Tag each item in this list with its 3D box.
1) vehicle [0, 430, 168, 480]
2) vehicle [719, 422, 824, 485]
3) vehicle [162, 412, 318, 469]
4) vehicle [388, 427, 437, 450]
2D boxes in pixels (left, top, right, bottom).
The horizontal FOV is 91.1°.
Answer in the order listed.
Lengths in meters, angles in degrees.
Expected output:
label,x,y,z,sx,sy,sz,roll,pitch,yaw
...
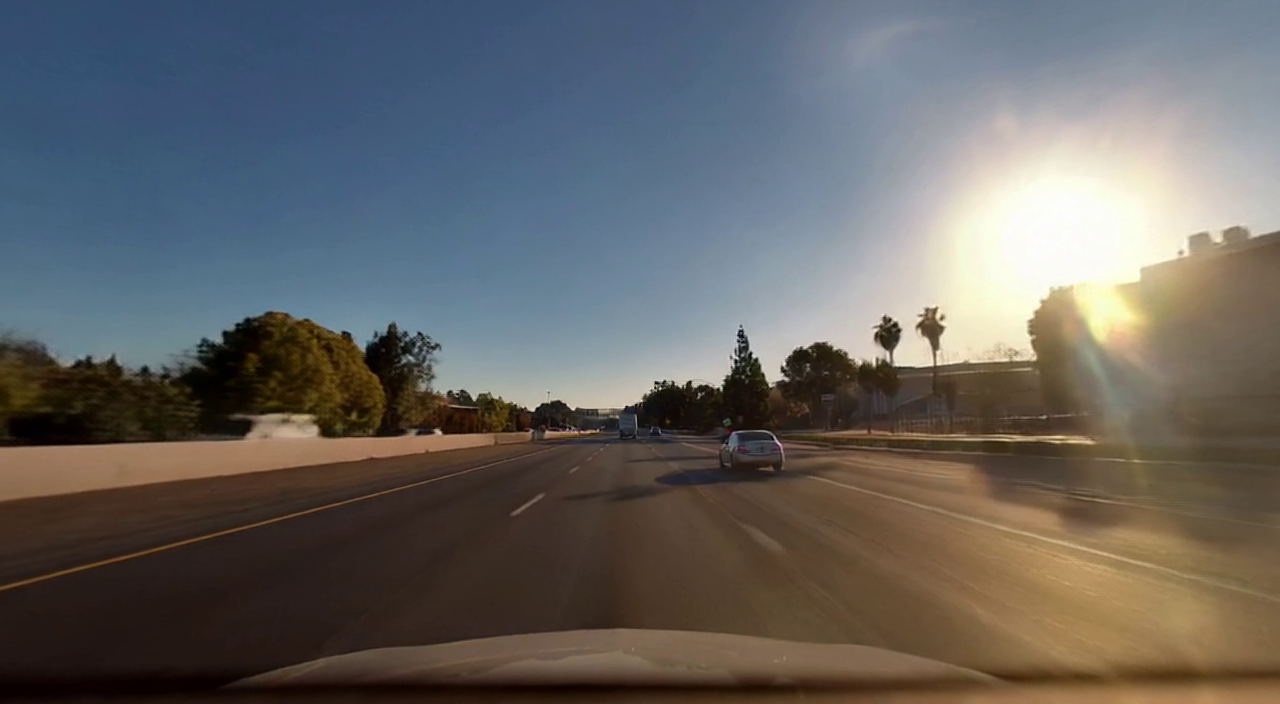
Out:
label,x,y,z,sx,sy,sz,roll,pitch,yaw
vehicle,-19.358,3.552,22.131,1.922,1.550,4.669,0,-8,-1
vehicle,3.567,2.821,17.820,1.973,1.563,3.959,0,-8,-2
vehicle,-12.838,2.884,20.629,1.984,1.626,4.741,0,-8,0
vehicle,-17.039,6.504,47.312,2.023,1.579,4.561,0,-8,-1
